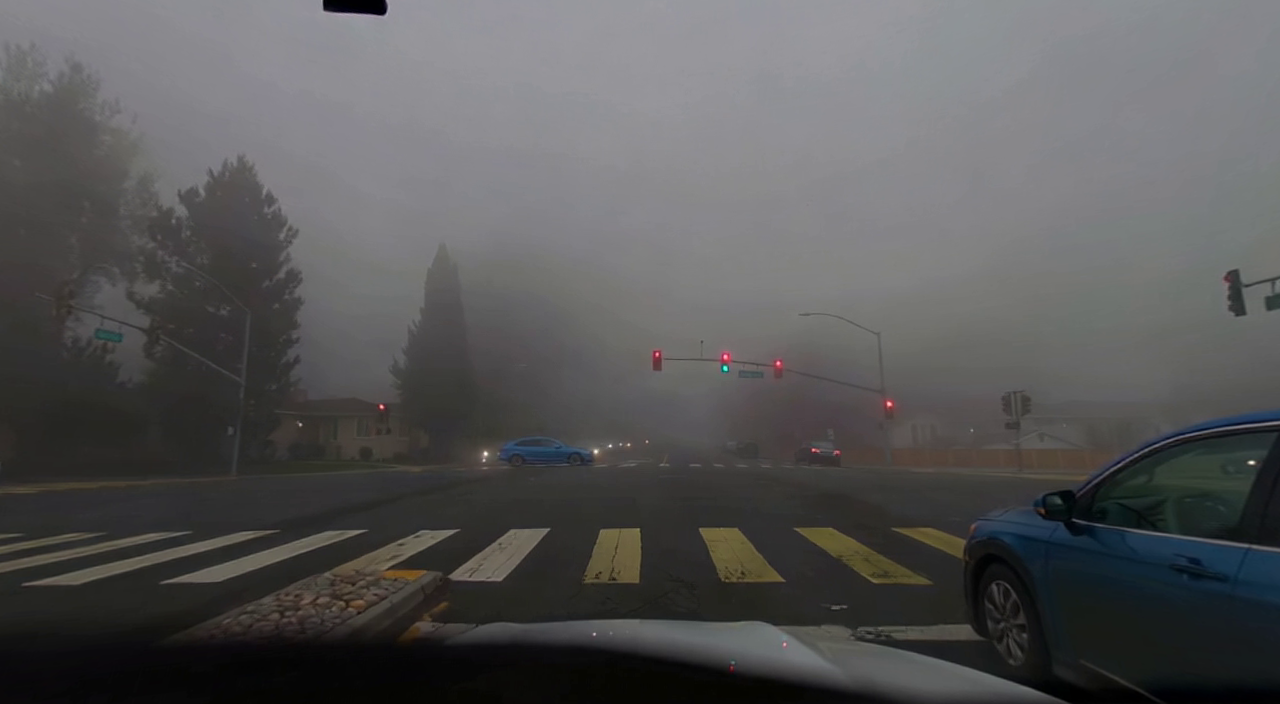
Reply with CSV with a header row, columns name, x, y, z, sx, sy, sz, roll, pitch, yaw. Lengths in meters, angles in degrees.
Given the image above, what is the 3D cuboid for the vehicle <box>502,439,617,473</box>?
name,x,y,z,sx,sy,sz,roll,pitch,yaw
vehicle,-3.776,4.938,30.161,4.999,1.518,2.104,6,-10,-34

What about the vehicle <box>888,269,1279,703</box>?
name,x,y,z,sx,sy,sz,roll,pitch,yaw
vehicle,2.705,0.708,1.720,2.085,1.800,4.908,0,-9,1
